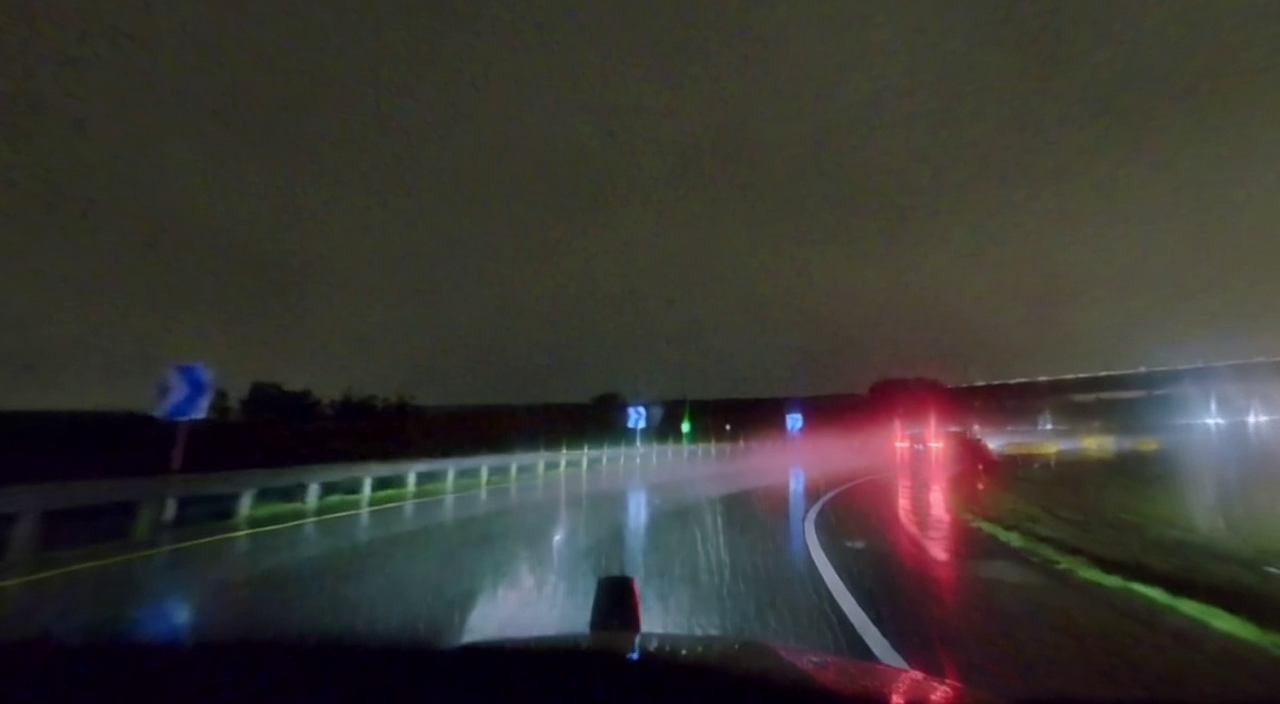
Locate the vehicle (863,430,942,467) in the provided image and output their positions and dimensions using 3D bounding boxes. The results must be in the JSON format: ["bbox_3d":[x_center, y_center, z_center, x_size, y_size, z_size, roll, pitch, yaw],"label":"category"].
[{"bbox_3d":[11.748,4.260,28.039,2.028,1.440,3.970,-3,-8,41],"label":"vehicle"}]
